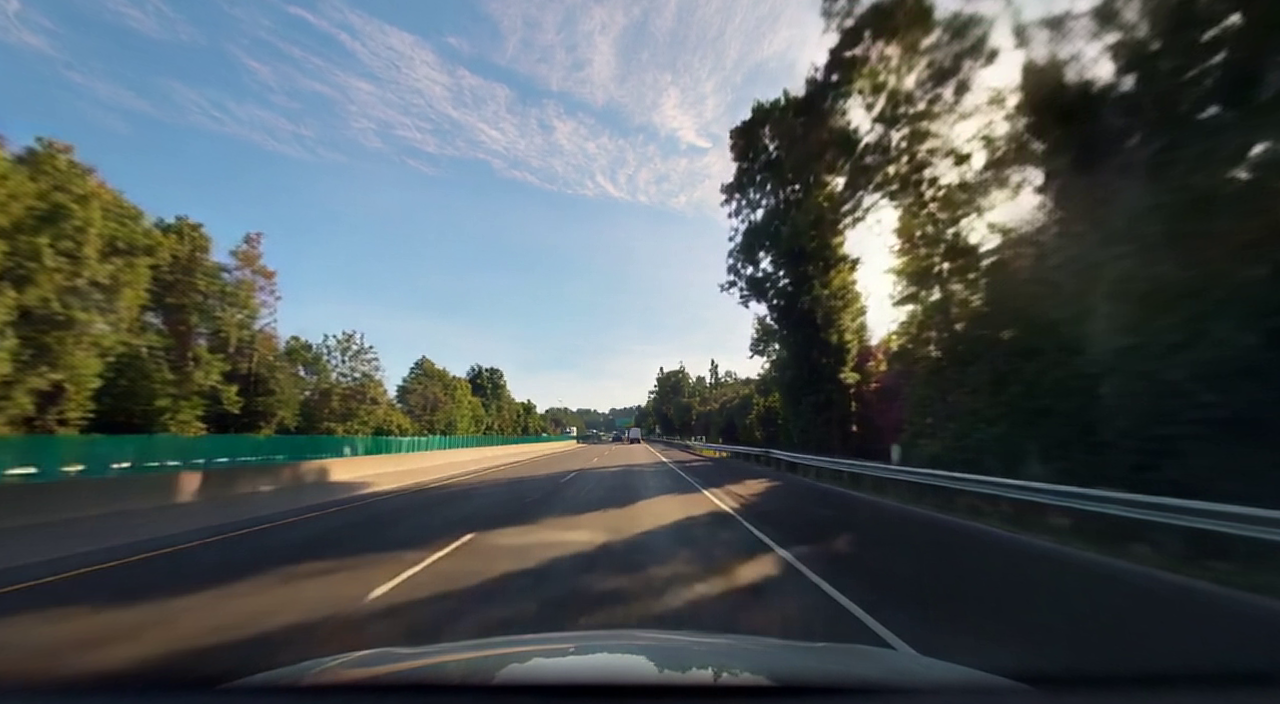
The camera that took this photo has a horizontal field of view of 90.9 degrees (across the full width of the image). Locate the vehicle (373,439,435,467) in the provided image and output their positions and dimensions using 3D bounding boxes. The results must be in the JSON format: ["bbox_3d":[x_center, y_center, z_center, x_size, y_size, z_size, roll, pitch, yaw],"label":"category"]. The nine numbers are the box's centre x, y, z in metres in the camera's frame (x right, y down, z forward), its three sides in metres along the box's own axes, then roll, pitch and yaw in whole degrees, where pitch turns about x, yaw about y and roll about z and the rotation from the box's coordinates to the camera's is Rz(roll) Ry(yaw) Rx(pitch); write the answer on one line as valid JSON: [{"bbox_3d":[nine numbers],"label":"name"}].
[{"bbox_3d":[-13.248,5.654,35.647,1.870,1.420,4.366,0,-8,-1],"label":"vehicle"}]

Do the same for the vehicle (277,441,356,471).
[{"bbox_3d":[-17.293,5.562,33.930,2.040,1.456,4.184,0,-8,0],"label":"vehicle"}]
